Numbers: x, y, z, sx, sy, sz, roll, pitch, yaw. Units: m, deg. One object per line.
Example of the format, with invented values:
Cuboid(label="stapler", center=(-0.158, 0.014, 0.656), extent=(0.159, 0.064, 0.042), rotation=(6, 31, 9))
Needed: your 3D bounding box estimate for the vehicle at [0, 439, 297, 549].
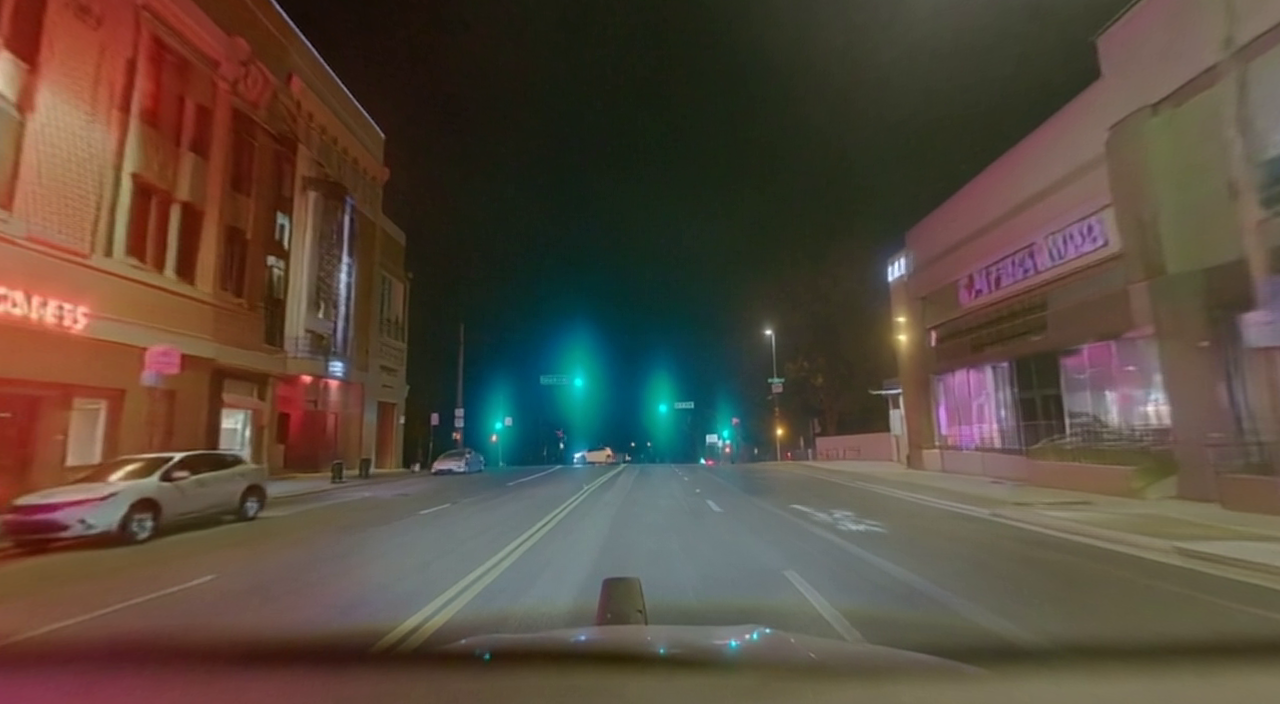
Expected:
Cuboid(label="vehicle", center=(-8.789, 2.462, 11.828), extent=(1.961, 1.627, 4.634), rotation=(-1, -8, 2))

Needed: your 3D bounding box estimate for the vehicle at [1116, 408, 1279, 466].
Cuboid(label="vehicle", center=(21.042, 3.258, 24.051), extent=(2.186, 2.009, 4.451), rotation=(0, -8, -1))

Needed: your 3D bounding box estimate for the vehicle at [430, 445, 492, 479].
Cuboid(label="vehicle", center=(-8.995, 5.539, 32.074), extent=(1.908, 1.529, 4.522), rotation=(0, -8, -1))

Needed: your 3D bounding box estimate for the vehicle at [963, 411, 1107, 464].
Cuboid(label="vehicle", center=(15.269, 3.387, 24.853), extent=(2.180, 1.848, 5.417), rotation=(-1, -8, 1))

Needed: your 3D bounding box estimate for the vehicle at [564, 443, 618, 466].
Cuboid(label="vehicle", center=(-3.348, 7.078, 43.823), extent=(1.984, 1.489, 4.515), rotation=(-4, -9, 21))
